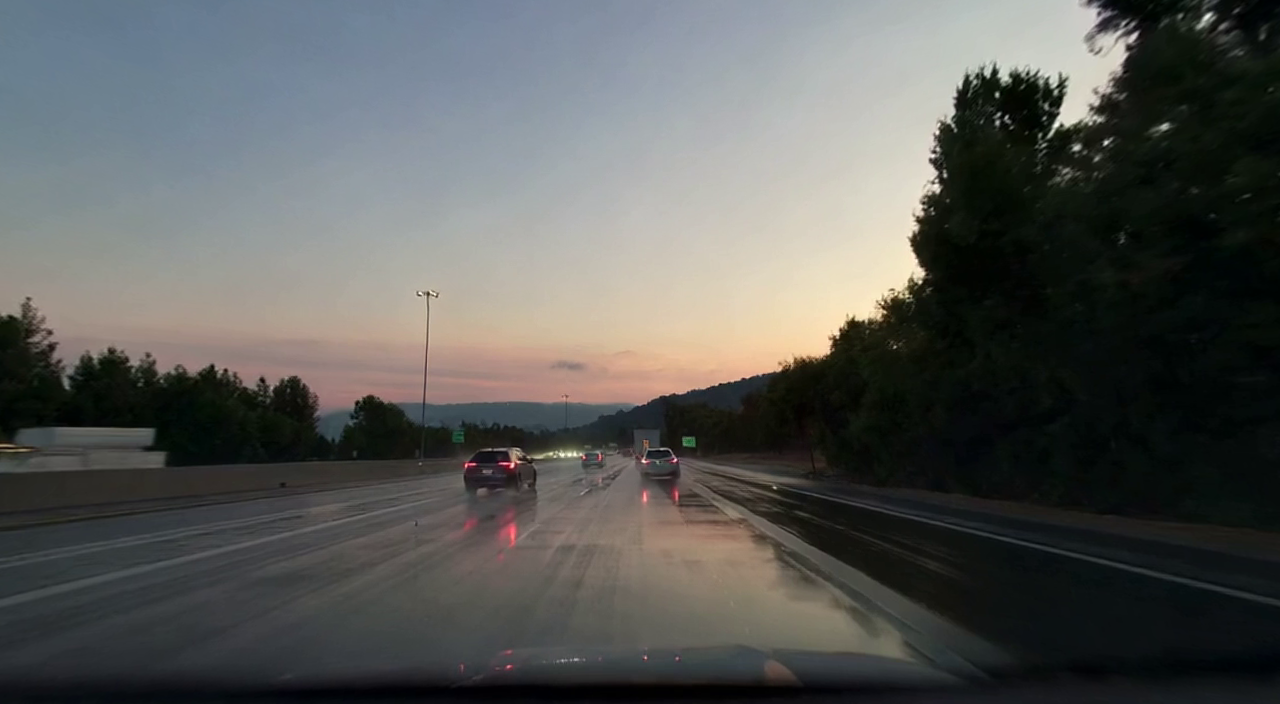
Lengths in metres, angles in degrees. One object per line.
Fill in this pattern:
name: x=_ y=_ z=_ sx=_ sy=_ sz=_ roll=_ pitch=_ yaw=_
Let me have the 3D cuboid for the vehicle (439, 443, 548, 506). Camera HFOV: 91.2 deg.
vehicle: x=-3.892 y=3.324 z=17.498 sx=1.940 sy=1.502 sz=4.463 roll=-1 pitch=-9 yaw=1

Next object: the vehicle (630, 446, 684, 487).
vehicle: x=0.637 y=4.646 z=25.772 sx=2.015 sy=1.526 sz=4.286 roll=0 pitch=-9 yaw=0

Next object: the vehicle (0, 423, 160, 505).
vehicle: x=-20.092 y=3.833 z=21.772 sx=2.393 sy=2.473 sz=5.435 roll=-1 pitch=-9 yaw=1

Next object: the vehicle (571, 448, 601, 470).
vehicle: x=-3.912 y=7.811 z=46.013 sx=1.837 sy=1.530 sz=3.844 roll=0 pitch=-9 yaw=0
